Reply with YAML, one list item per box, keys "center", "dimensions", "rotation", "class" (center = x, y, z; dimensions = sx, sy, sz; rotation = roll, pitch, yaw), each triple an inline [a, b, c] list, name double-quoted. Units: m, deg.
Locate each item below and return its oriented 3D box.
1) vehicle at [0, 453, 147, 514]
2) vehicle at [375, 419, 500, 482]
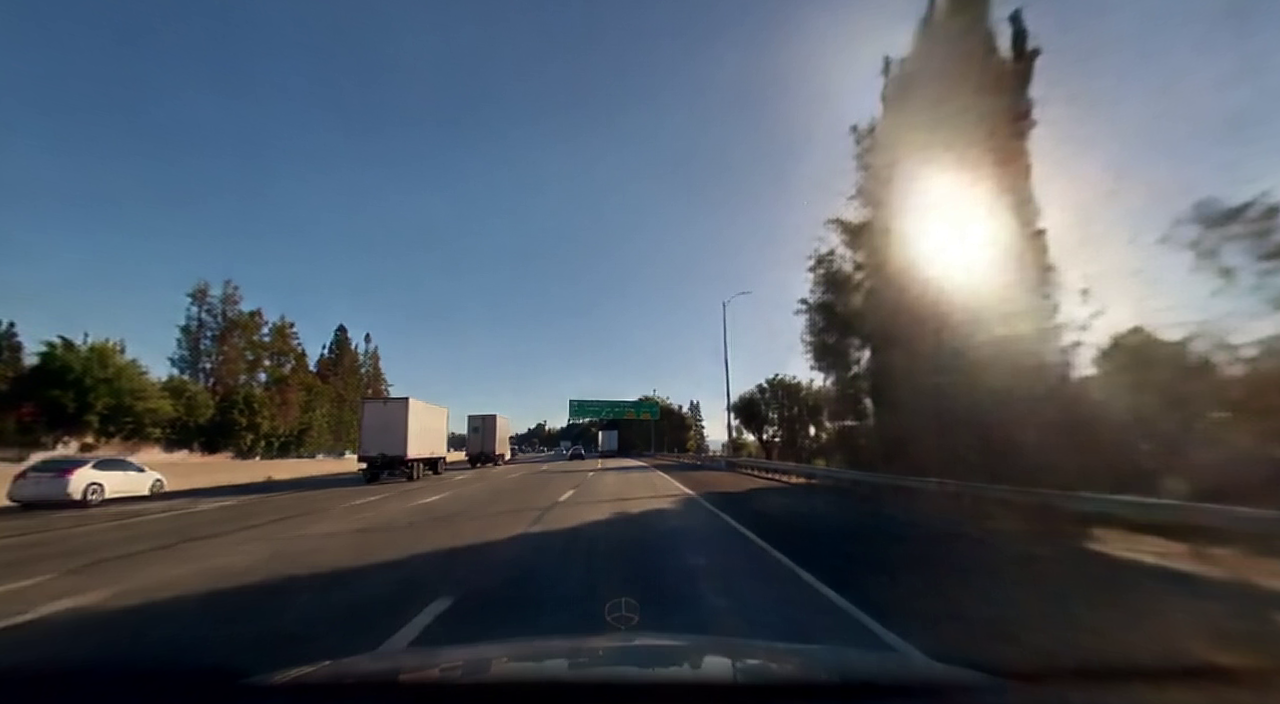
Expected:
- center: [-16.866, 3.681, 18.201]
  dimensions: [1.842, 1.452, 4.612]
  rotation: [0, -8, -3]
  class: "vehicle"
- center: [-10.205, 5.273, 34.246]
  dimensions: [3.270, 2.674, 14.547]
  rotation: [1, -9, -5]
  class: "vehicle"
